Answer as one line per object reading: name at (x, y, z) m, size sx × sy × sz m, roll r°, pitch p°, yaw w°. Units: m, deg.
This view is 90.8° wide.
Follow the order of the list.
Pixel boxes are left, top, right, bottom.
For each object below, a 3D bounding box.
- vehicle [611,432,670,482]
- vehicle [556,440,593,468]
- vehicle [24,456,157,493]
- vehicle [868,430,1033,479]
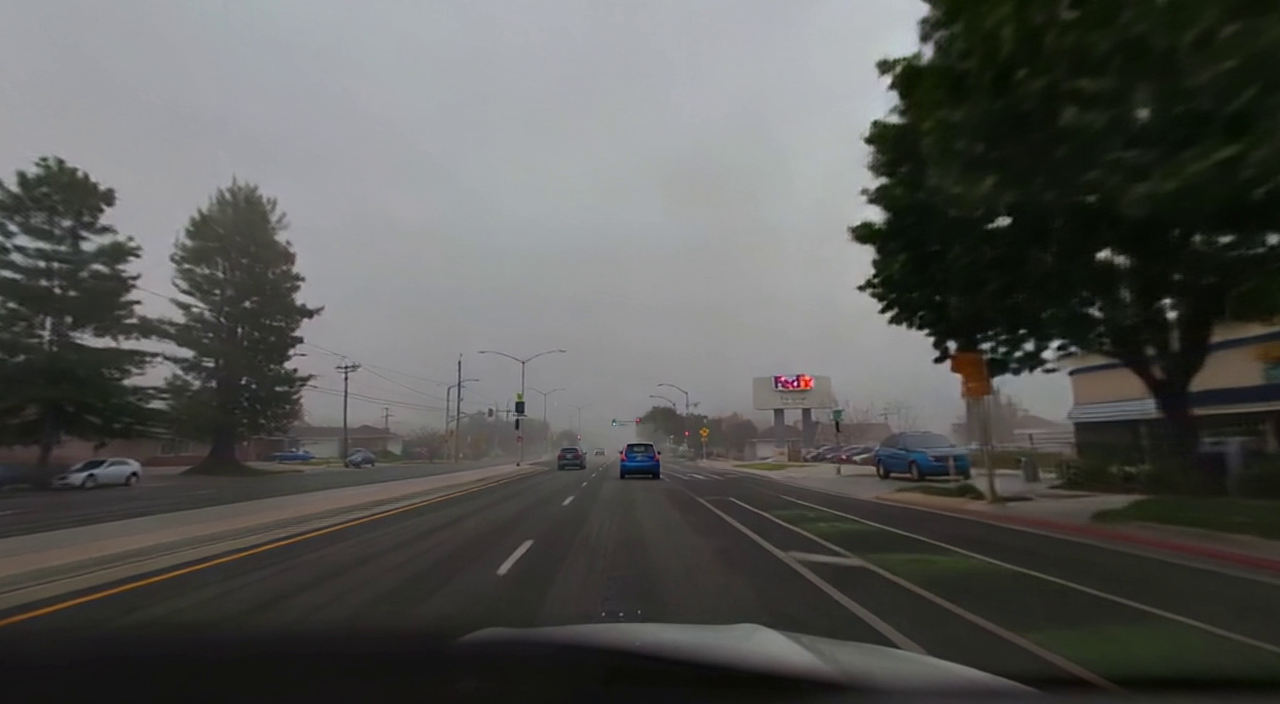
vehicle at (-0.043, 4.450, 26.998) m, size 2.273 × 1.909 × 5.075 m, roll 0°, pitch -9°, yaw -1°
vehicle at (-4.530, 7.180, 44.541) m, size 2.202 × 1.856 × 4.516 m, roll 0°, pitch -8°, yaw -1°
vehicle at (-26.247, 5.826, 30.472) m, size 1.955 × 1.540 × 5.041 m, roll 0°, pitch -9°, yaw -1°
vehicle at (12.399, 4.123, 25.544) m, size 5.506 × 1.850 × 2.156 m, roll 0°, pitch -9°, yaw 0°
